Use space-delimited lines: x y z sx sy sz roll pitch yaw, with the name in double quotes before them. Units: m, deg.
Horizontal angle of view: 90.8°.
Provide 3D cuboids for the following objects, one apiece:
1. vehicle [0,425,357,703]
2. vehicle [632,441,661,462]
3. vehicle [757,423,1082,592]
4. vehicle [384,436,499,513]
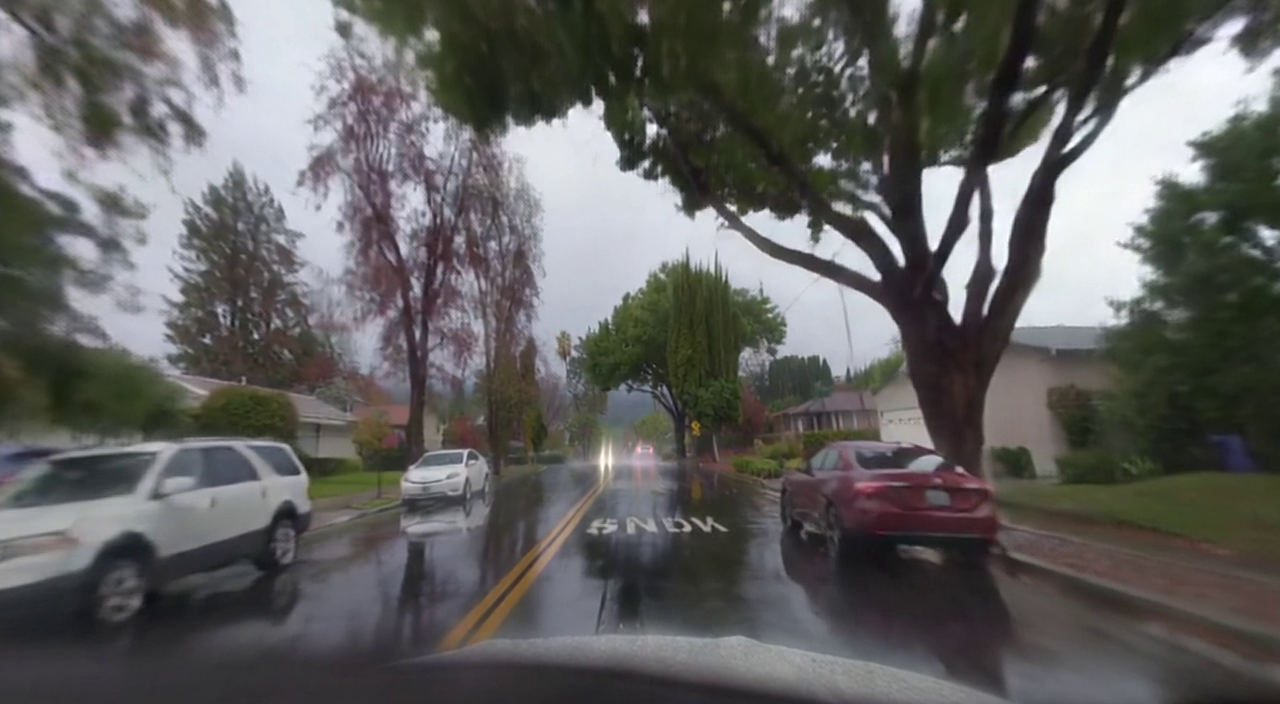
"vehicle" -5.416 1.829 6.967 2.155 1.907 5.100 -1 -8 1
"vehicle" 0.430 7.299 46.320 2.022 1.481 4.050 0 -8 -1
"vehicle" 2.994 1.758 8.062 2.047 1.532 4.350 0 -8 -2
"vehicle" -5.812 3.566 19.072 2.027 1.803 4.306 -4 -6 0
